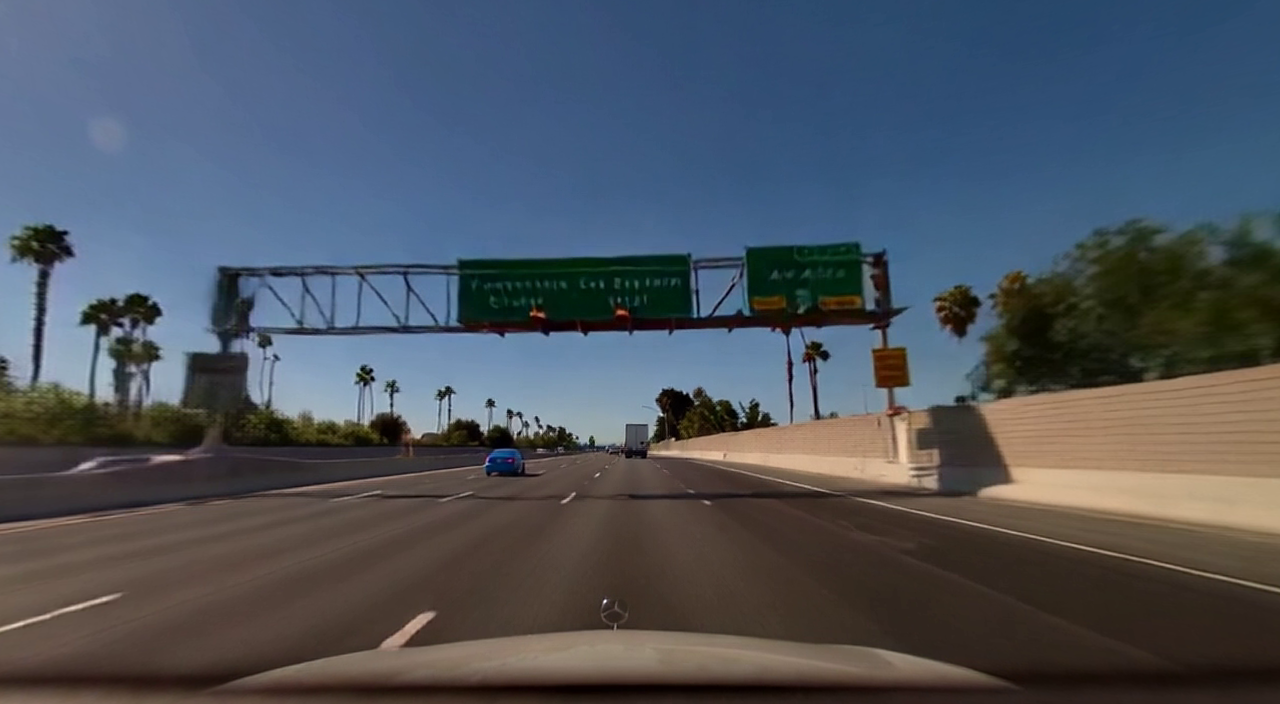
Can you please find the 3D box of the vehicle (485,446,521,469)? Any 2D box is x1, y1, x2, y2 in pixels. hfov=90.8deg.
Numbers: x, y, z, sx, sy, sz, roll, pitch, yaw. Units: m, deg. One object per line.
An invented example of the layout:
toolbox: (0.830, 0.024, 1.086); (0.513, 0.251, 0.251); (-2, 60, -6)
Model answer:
vehicle: (-10.594, 8.180, 49.153); (1.897, 1.653, 4.113); (0, -9, 0)

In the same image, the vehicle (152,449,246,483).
vehicle: (-22.850, 5.883, 32.947); (1.894, 1.619, 4.181); (0, -9, -1)
